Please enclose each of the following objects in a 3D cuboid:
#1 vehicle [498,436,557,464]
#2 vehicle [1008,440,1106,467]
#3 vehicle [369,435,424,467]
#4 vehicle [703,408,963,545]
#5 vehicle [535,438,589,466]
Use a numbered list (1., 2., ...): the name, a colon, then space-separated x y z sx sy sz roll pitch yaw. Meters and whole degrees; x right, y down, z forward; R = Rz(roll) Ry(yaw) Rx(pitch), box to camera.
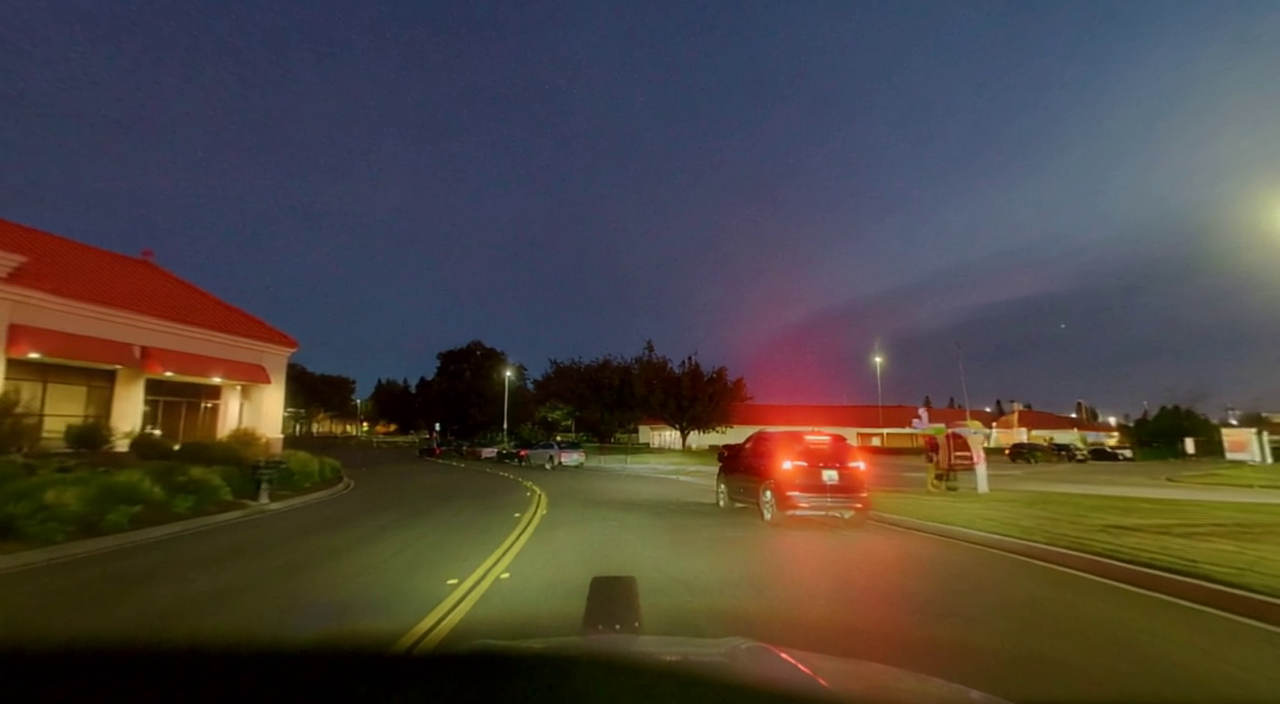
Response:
1. vehicle: -7.929 6.842 44.168 2.278 1.805 4.950 5 -10 -33
2. vehicle: 26.035 6.339 39.558 4.800 1.574 1.815 -8 -12 43
3. vehicle: -16.148 6.493 41.708 2.319 1.976 4.839 5 -10 -33
4. vehicle: 2.848 2.022 10.968 2.292 1.767 5.128 1 -9 -8
5. vehicle: -4.888 6.176 39.126 2.007 1.639 4.444 4 -9 -25
